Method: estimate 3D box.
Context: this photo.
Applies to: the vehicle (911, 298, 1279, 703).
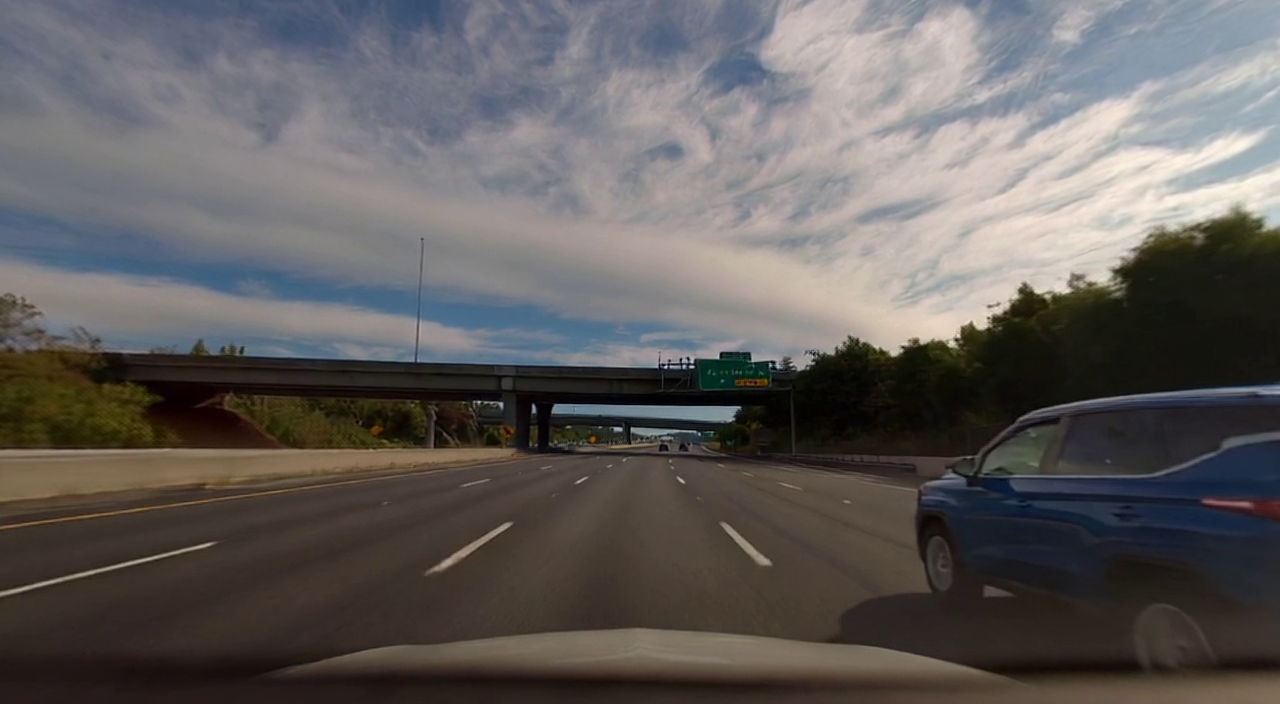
[{"bbox_3d":[3.648,0.869,3.330,2.155,1.918,4.945,0,-9,-1],"label":"vehicle"}]
